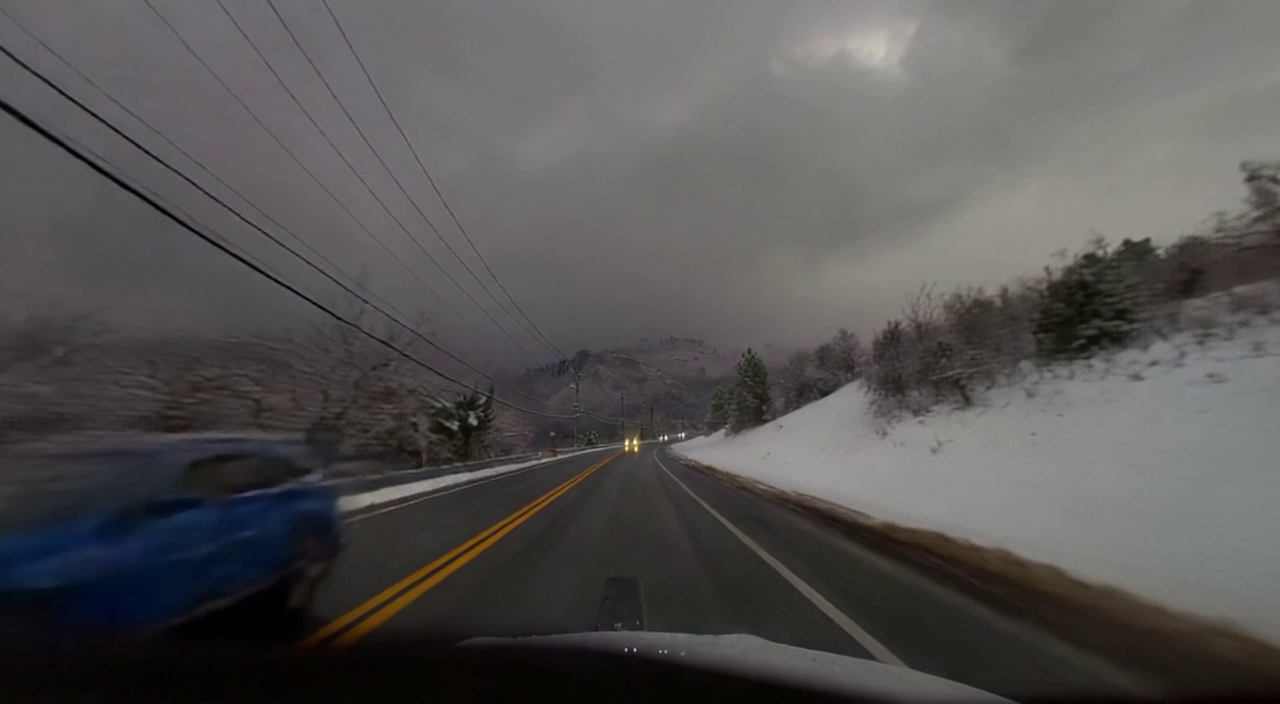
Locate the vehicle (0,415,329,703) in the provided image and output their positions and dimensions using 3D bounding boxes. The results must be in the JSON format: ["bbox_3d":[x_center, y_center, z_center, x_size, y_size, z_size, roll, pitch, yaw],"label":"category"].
[{"bbox_3d":[-3.598,1.063,2.887,2.083,1.486,4.446,0,-9,0],"label":"vehicle"}]
